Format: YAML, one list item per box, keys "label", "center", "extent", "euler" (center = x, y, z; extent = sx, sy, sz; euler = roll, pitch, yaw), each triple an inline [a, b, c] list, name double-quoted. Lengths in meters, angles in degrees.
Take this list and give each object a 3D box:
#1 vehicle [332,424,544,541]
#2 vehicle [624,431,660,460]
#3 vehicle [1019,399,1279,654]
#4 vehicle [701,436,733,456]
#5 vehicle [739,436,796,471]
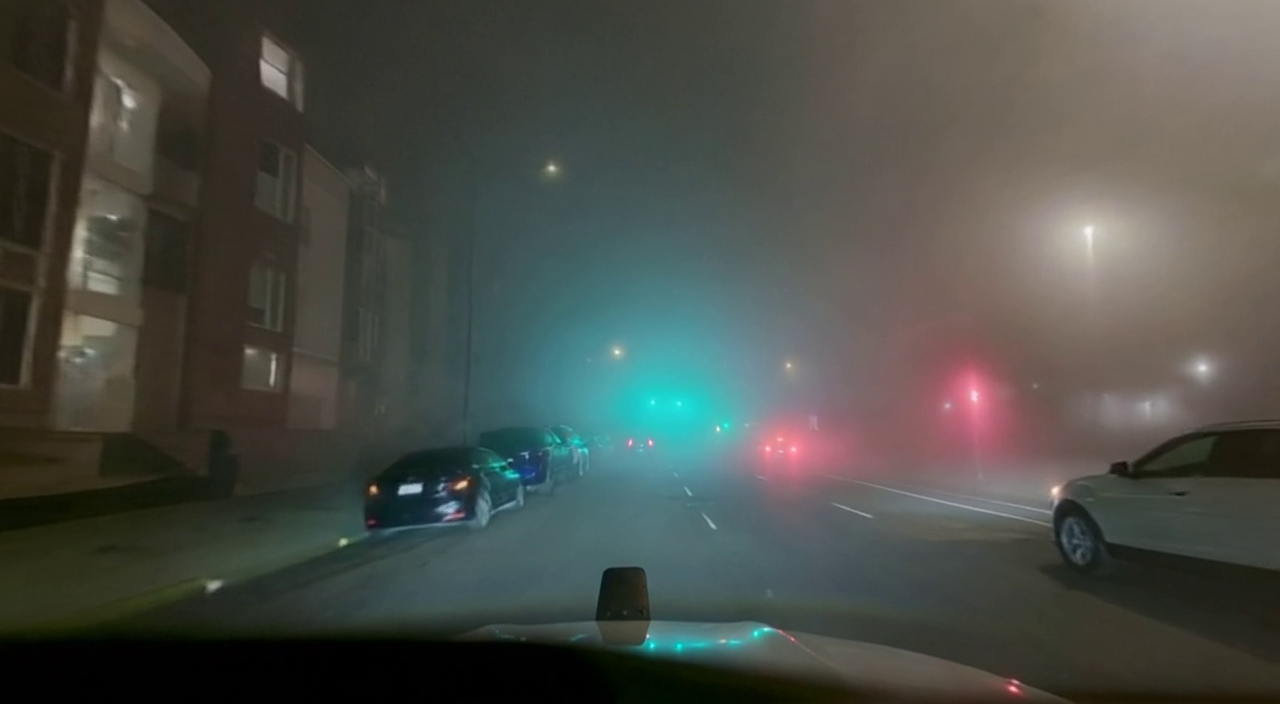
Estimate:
- label: "vehicle"
  center: [-2.921, 1.970, 10.255]
  extent: [1.843, 1.482, 4.310]
  euler: [0, -8, 2]
- label: "vehicle"
  center: [0.122, 5.734, 38.930]
  extent: [2.122, 1.689, 3.885]
  euler: [0, -8, 0]
- label: "vehicle"
  center: [4.990, 1.183, 4.543]
  extent: [1.891, 1.599, 4.173]
  euler: [0, -8, 0]
- label: "vehicle"
  center: [6.004, 7.368, 49.596]
  extent: [1.917, 1.467, 4.452]
  euler: [0, -8, -1]
- label: "vehicle"
  center: [5.624, 4.490, 28.179]
  extent: [1.799, 1.463, 3.464]
  euler: [0, -8, 0]
